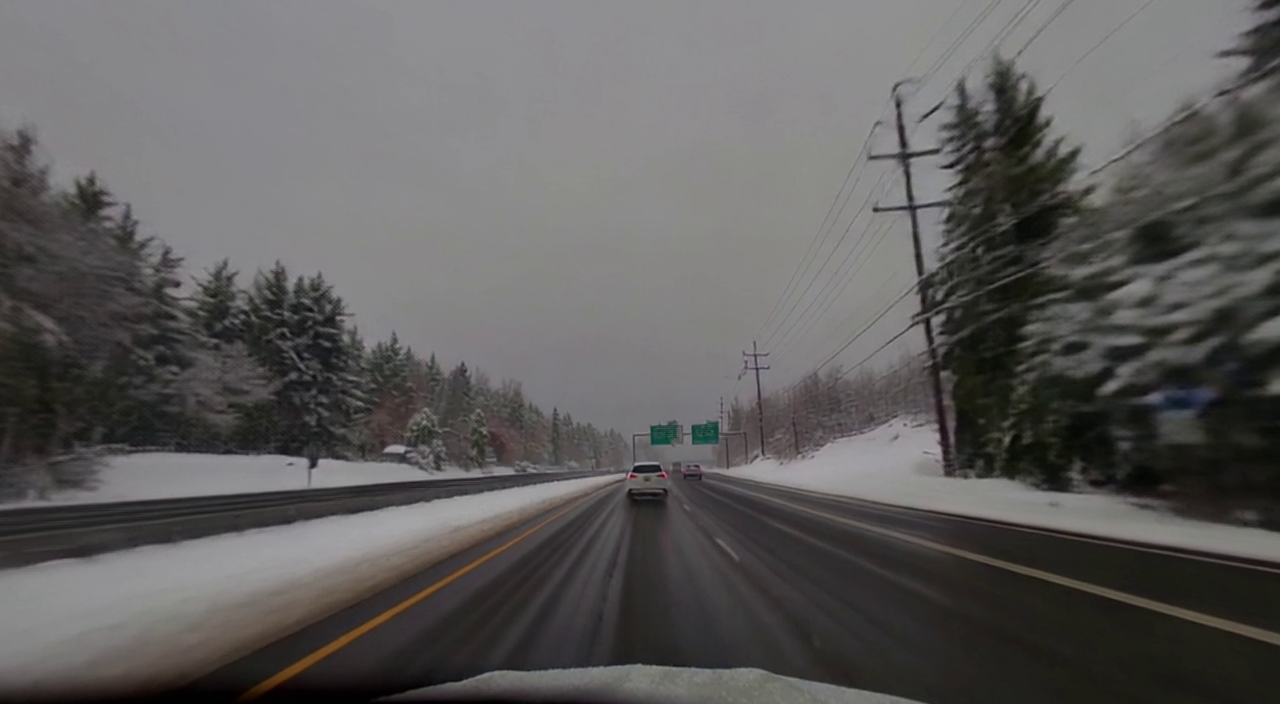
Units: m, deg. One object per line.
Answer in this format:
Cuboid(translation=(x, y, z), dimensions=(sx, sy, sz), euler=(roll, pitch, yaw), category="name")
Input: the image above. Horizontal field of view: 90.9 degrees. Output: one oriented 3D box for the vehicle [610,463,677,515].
Cuboid(translation=(0.122, 4.455, 20.772), dimensions=(1.987, 1.480, 3.786), euler=(1, -10, 0), category="vehicle")
